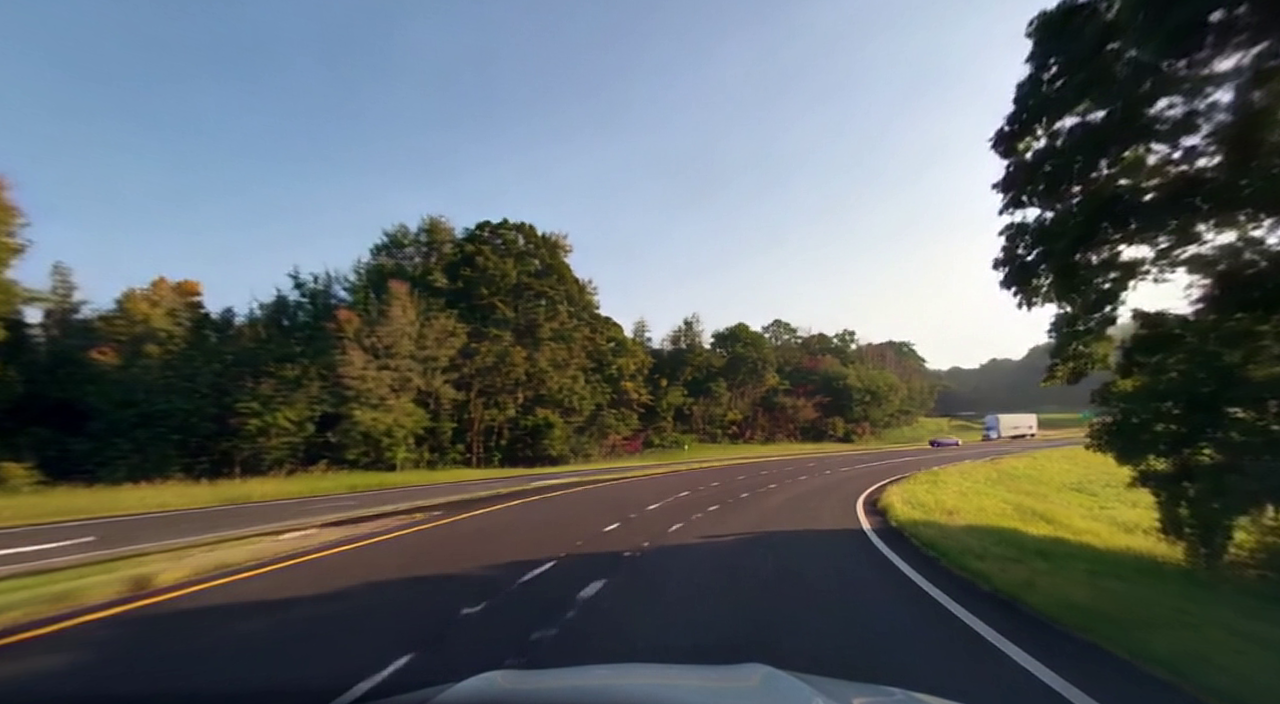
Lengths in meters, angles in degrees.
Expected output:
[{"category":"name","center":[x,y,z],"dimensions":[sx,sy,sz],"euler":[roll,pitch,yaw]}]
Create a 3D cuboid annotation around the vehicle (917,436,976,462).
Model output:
[{"category":"vehicle","center":[17.769,5.615,36.440],"dimensions":[3.645,1.427,1.807],"euler":[8,-12,-43]}]
